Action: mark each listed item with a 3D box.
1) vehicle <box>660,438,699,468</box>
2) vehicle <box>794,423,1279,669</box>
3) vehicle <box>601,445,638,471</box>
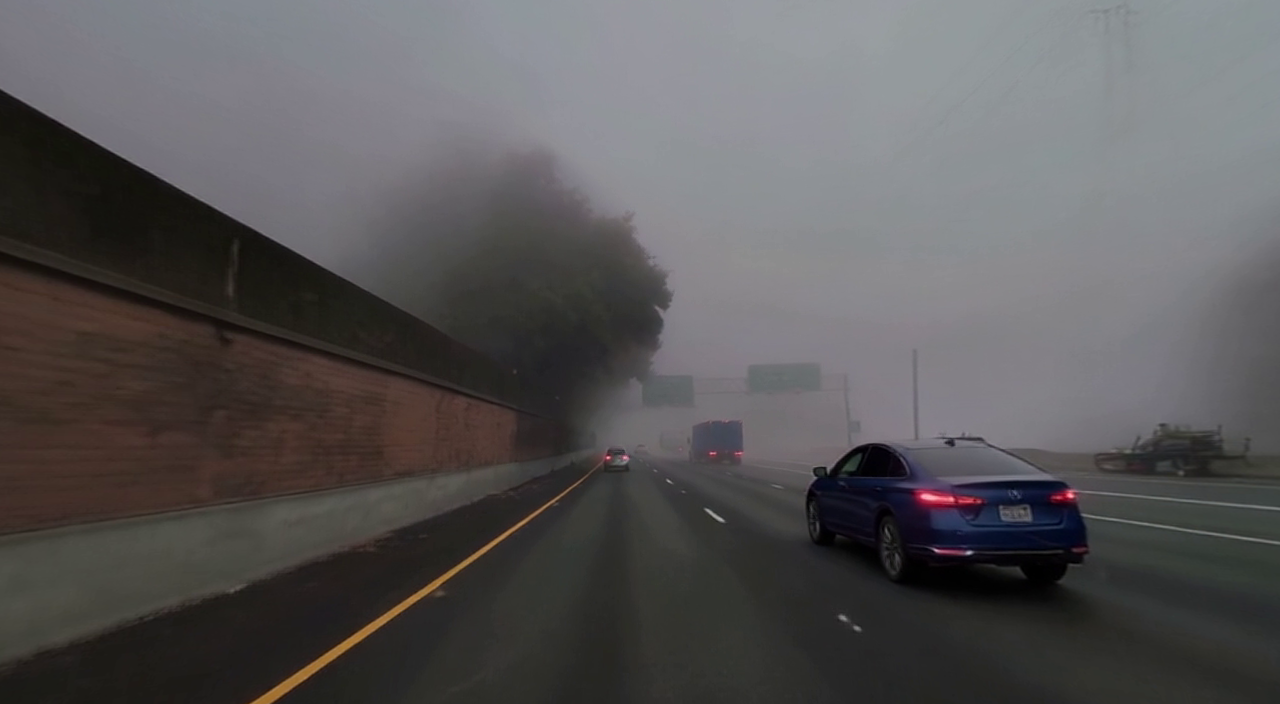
[{"bbox_3d":[2.608,6.813,42.768,2.114,1.849,4.692,0,-9,-3],"label":"vehicle"},{"bbox_3d":[2.998,1.489,5.987,1.922,1.465,4.165,0,-9,-2],"label":"vehicle"},{"bbox_3d":[-1.240,6.243,37.426,2.083,1.477,3.965,0,-9,-3],"label":"vehicle"}]
